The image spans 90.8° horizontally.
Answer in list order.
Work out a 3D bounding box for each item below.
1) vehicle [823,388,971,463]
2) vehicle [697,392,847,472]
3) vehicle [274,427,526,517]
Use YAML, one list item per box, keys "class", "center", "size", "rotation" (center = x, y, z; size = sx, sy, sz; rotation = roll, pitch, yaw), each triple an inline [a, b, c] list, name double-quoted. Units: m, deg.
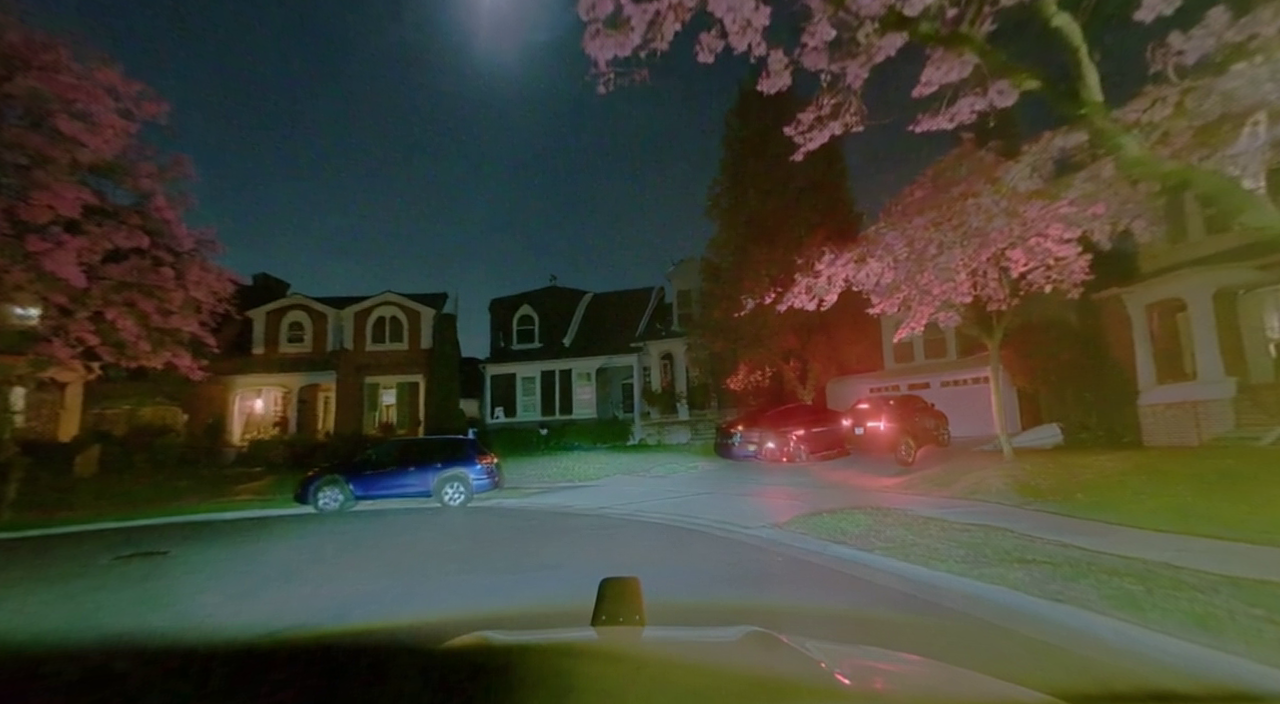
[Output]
- class: "vehicle"
  center: [7.253, 1.968, 17.606]
  size: [2.152, 1.773, 4.495]
  rotation: [-9, -8, 44]
- class: "vehicle"
  center: [3.885, 2.240, 18.112]
  size: [2.310, 1.701, 4.280]
  rotation: [-10, -6, 39]
- class: "vehicle"
  center: [-5.282, 2.670, 14.352]
  size: [4.815, 1.827, 2.147]
  rotation: [-1, -9, 7]
